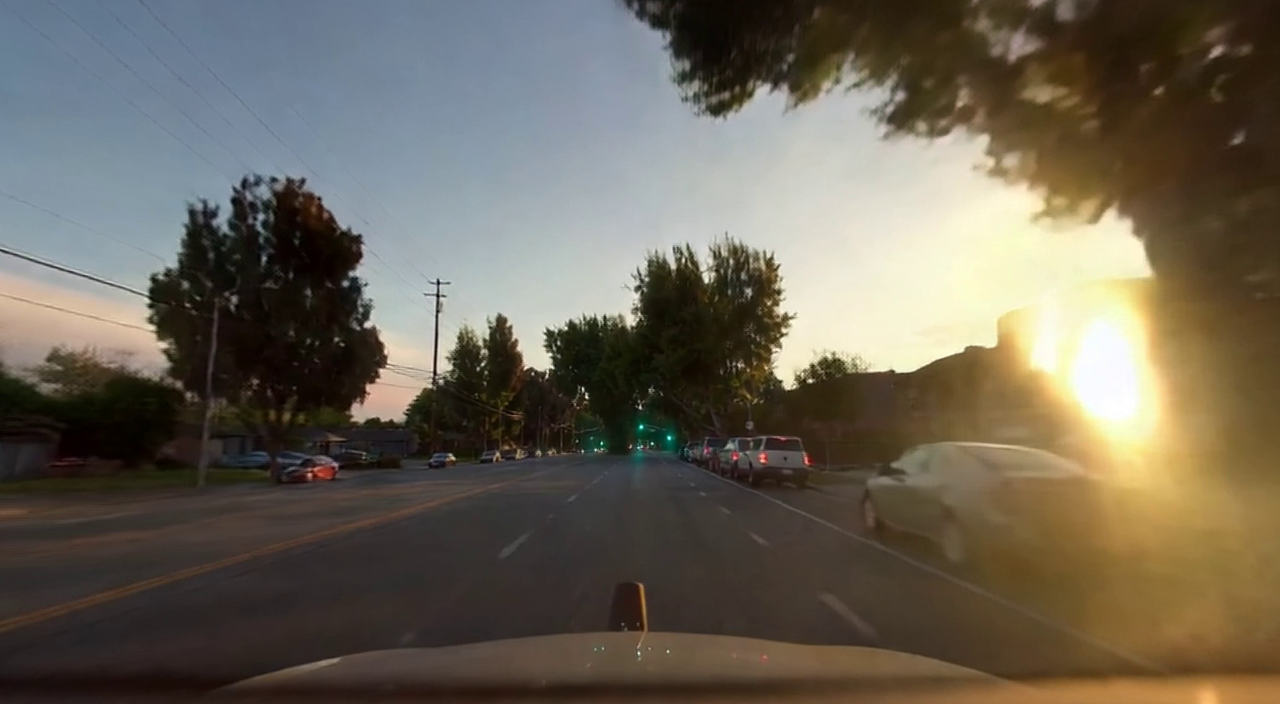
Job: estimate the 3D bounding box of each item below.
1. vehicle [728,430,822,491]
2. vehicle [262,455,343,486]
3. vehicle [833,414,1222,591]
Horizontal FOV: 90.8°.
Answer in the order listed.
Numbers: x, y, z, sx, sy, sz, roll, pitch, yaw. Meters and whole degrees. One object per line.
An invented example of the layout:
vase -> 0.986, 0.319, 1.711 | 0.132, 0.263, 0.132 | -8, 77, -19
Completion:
vehicle -> 4.467, 3.694, 21.836 | 2.078, 1.837, 5.088 | 0, -9, -1
vehicle -> -17.669, 6.211, 33.351 | 1.831, 1.428, 4.456 | -1, -9, -1
vehicle -> 4.578, 1.849, 8.753 | 2.154, 1.718, 4.980 | 0, -9, -1
